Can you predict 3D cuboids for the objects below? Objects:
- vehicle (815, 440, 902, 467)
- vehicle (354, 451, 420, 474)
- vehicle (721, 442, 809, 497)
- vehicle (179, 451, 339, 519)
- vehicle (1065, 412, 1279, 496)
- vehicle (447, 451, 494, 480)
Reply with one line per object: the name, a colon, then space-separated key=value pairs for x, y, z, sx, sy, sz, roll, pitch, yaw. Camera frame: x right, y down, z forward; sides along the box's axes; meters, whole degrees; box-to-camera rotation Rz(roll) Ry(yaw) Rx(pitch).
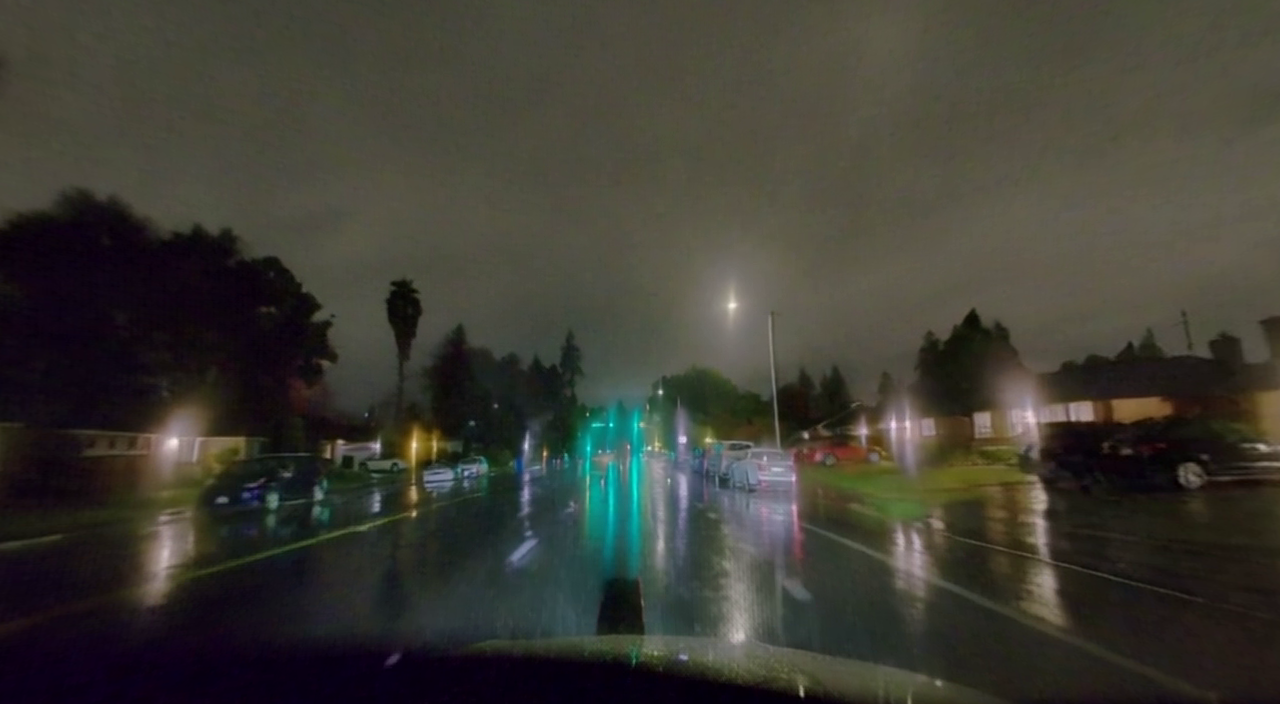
vehicle: x=12.422 y=5.797 z=36.088 sx=4.285 sy=1.434 sz=1.740 roll=0 pitch=-9 yaw=0
vehicle: x=-19.949 y=8.706 z=49.959 sx=4.359 sy=1.727 sz=2.029 roll=0 pitch=-9 yaw=-2
vehicle: x=4.059 y=3.891 z=21.306 sx=2.007 sy=1.657 sz=4.362 roll=0 pitch=-9 yaw=-1
vehicle: x=-10.953 y=3.799 z=18.631 sx=2.091 sy=1.717 sz=4.392 roll=0 pitch=-9 yaw=-3
vehicle: x=12.224 y=2.209 z=13.816 sx=4.364 sy=1.677 sz=2.006 roll=0 pitch=-9 yaw=0
vehicle: x=-10.909 y=7.367 z=40.997 sx=1.964 sy=1.667 sz=4.217 roll=-3 pitch=-10 yaw=-2
